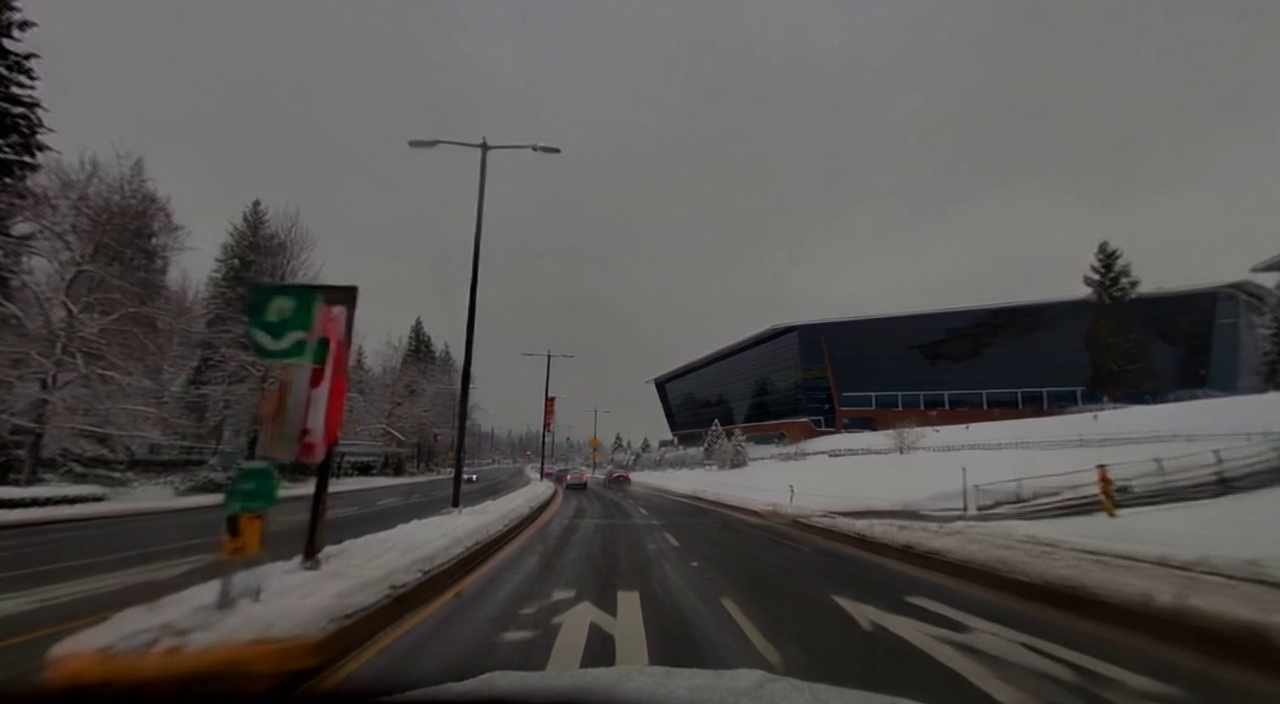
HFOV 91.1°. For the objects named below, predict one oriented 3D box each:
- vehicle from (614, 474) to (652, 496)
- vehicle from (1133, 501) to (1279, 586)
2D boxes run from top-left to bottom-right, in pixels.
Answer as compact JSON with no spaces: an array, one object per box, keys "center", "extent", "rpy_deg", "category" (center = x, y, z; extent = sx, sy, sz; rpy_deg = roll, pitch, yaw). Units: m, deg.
[{"center":[-0.451,7.828,37.030],"extent":[1.775,1.186,2.933],"rpy_deg":[2,-11,-11],"category":"vehicle"},{"center":[12.640,3.751,12.504],"extent":[3.937,1.417,1.870],"rpy_deg":[-1,-11,5],"category":"vehicle"}]
